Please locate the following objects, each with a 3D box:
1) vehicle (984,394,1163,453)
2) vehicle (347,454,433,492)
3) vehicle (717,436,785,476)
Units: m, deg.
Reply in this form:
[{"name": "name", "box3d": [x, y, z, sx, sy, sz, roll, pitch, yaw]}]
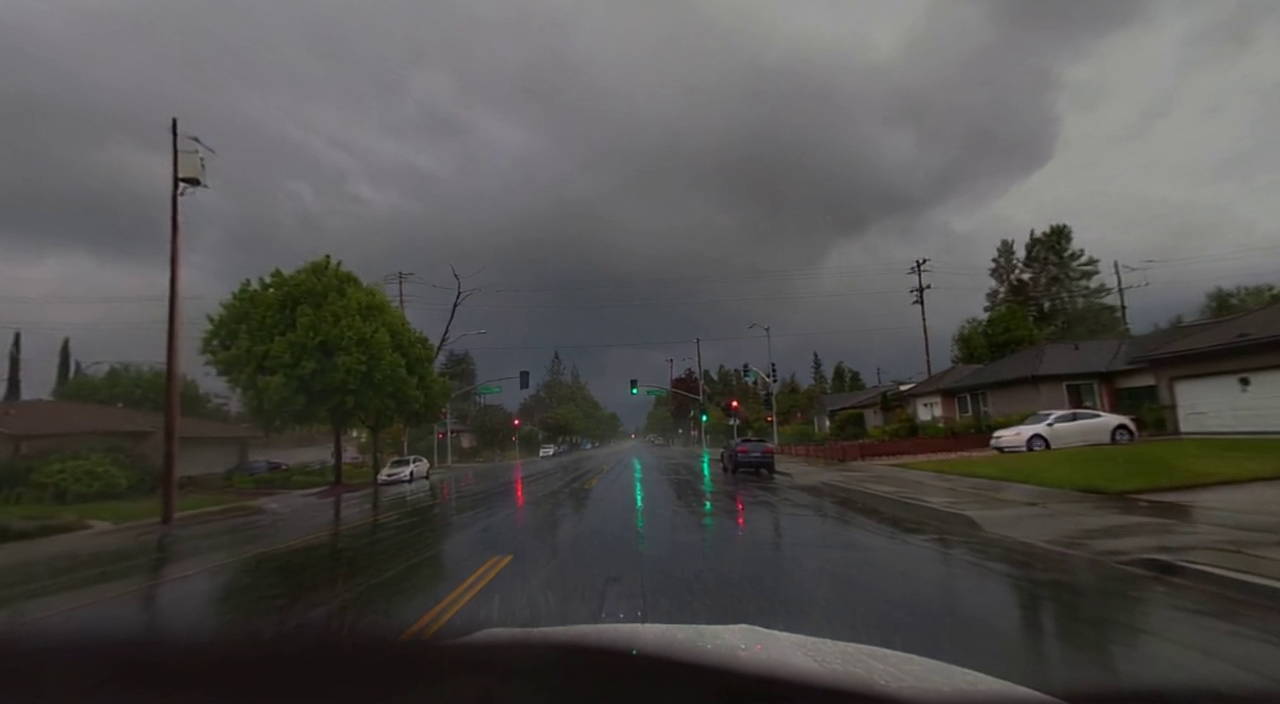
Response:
[{"name": "vehicle", "box3d": [14.570, 2.455, 21.450, 4.500, 1.875, 2.046, 0, -8, -1]}, {"name": "vehicle", "box3d": [-11.506, 5.573, 29.434, 2.029, 1.550, 4.562, -1, -8, 1]}, {"name": "vehicle", "box3d": [4.509, 4.306, 26.351, 1.963, 1.477, 4.804, 0, -9, 0]}]
